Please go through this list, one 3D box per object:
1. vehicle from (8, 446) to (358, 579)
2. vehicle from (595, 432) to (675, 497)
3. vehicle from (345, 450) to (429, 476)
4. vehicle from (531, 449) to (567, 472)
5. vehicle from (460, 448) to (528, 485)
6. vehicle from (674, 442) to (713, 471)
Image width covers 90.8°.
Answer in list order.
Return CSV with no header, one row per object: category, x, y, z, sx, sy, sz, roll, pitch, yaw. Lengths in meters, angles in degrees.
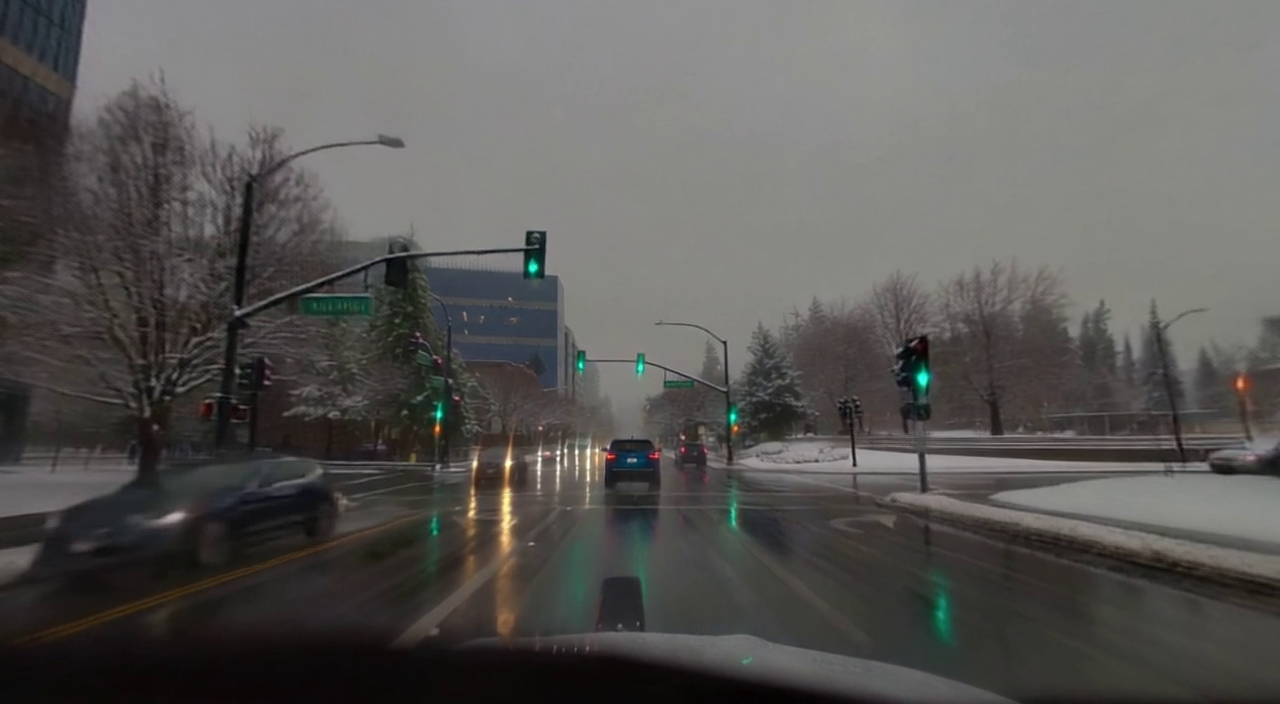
vehicle,-6.134,2.138,9.344,1.908,1.475,4.337,0,-9,0
vehicle,-0.172,3.413,19.468,2.183,1.765,4.059,0,-9,-1
vehicle,-16.128,7.052,40.398,4.588,1.582,1.980,6,-11,-33
vehicle,-6.459,7.738,45.276,1.874,1.480,4.148,0,-9,0
vehicle,-6.377,5.050,28.142,1.934,1.476,4.457,0,-9,1
vehicle,3.679,7.259,44.159,2.113,1.869,5.322,0,-9,-2
